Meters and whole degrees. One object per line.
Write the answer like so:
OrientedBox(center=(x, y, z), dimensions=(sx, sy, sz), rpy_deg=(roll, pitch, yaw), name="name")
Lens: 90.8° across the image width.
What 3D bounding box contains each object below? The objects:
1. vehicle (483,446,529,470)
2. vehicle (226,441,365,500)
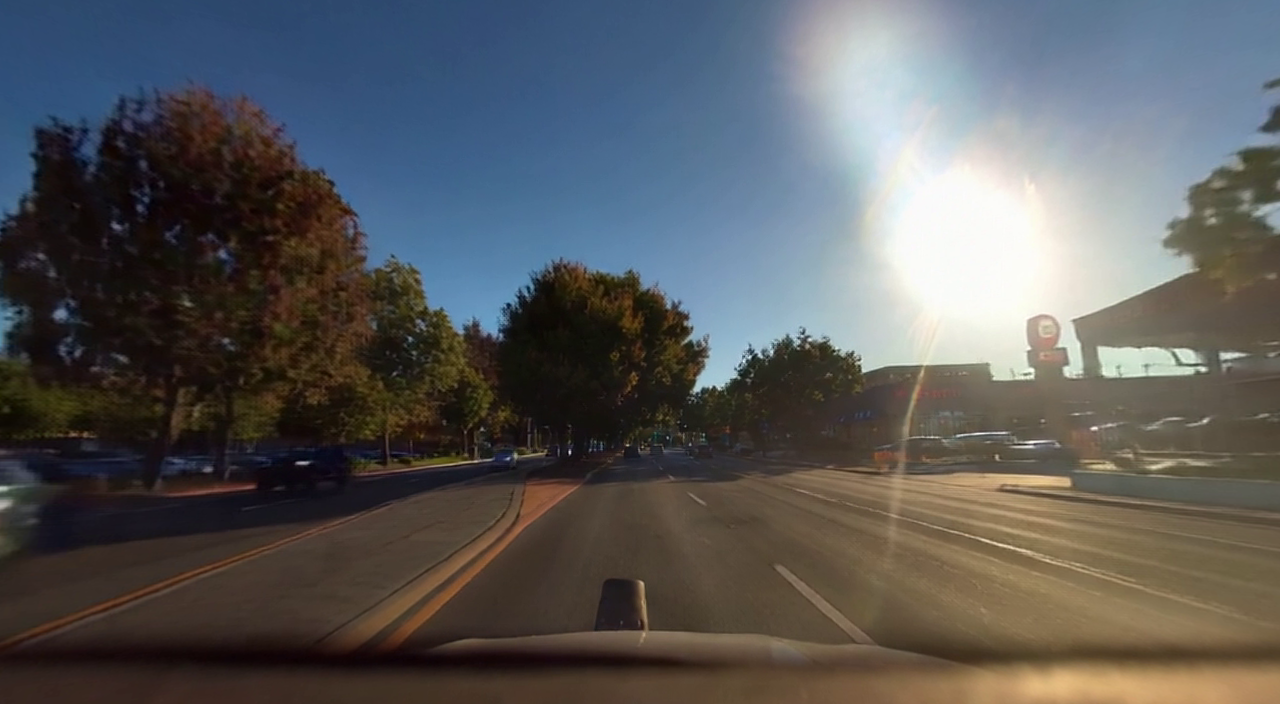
OrientedBox(center=(-8.765, 6.945, 41.646), dimensions=(1.959, 1.505, 4.622), rpy_deg=(0, -9, 0), name="vehicle")
OrientedBox(center=(-11.683, 4.019, 21.945), dimensions=(2.066, 1.798, 4.838), rpy_deg=(0, -9, 0), name="vehicle")
